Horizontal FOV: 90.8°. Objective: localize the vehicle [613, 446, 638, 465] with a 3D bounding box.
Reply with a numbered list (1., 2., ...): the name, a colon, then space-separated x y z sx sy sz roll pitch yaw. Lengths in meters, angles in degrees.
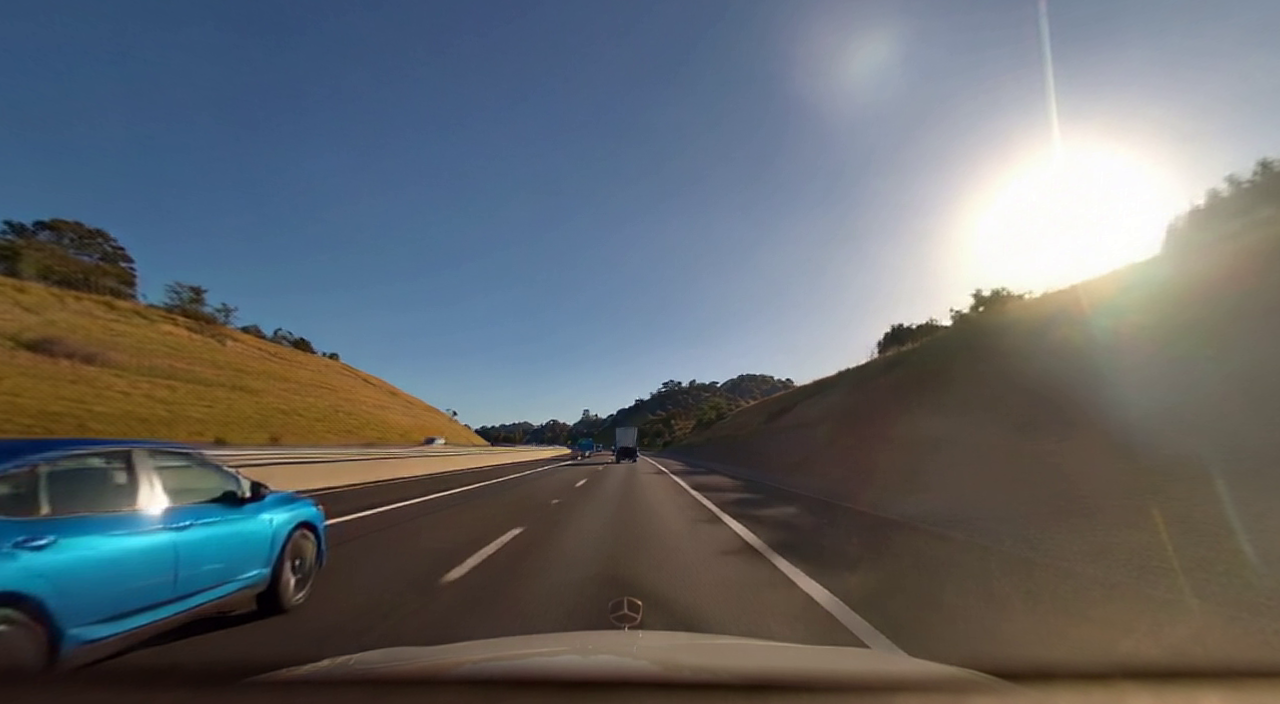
1. vehicle: -1.086 8.133 49.619 1.891 1.456 3.806 0 -9 0
